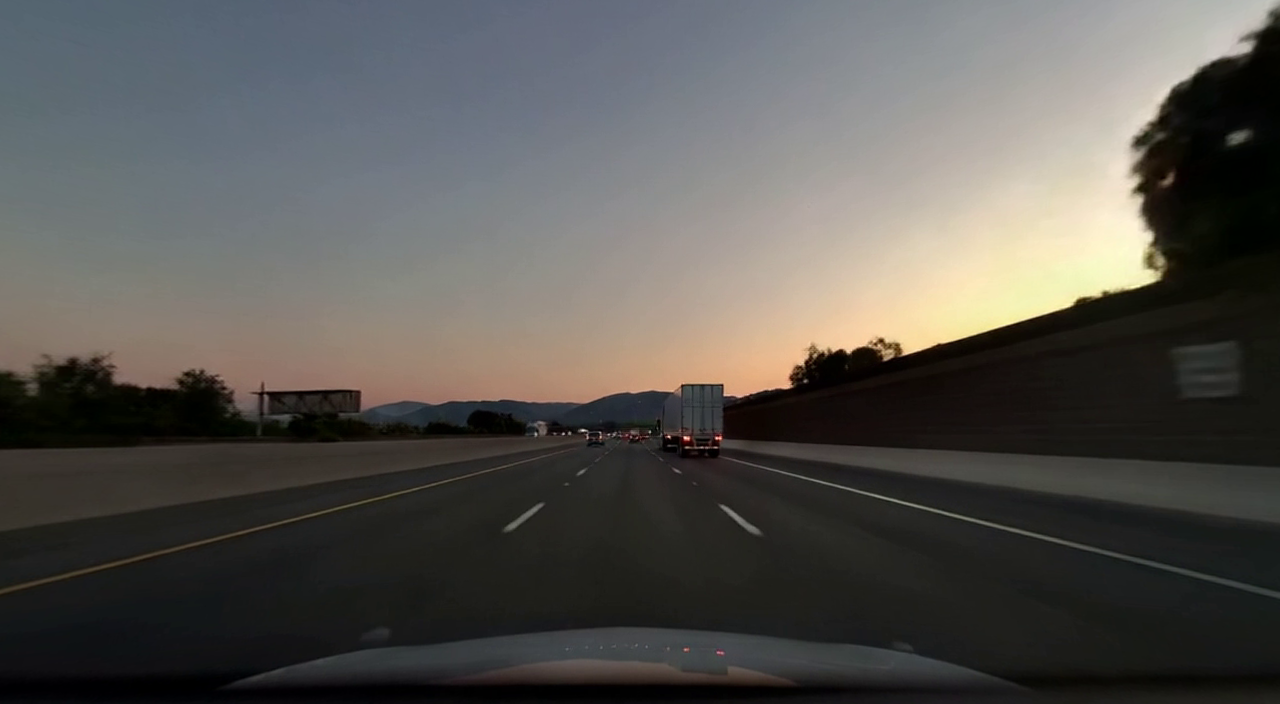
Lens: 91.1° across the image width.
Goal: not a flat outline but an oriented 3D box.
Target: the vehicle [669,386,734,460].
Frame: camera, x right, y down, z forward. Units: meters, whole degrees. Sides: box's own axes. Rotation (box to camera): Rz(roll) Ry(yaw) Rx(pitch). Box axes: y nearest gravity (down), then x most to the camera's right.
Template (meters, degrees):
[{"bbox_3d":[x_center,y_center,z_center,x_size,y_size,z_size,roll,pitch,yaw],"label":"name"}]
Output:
[{"bbox_3d":[3.496,4.374,37.945,2.859,3.981,8.596,0,-8,-1],"label":"vehicle"}]
